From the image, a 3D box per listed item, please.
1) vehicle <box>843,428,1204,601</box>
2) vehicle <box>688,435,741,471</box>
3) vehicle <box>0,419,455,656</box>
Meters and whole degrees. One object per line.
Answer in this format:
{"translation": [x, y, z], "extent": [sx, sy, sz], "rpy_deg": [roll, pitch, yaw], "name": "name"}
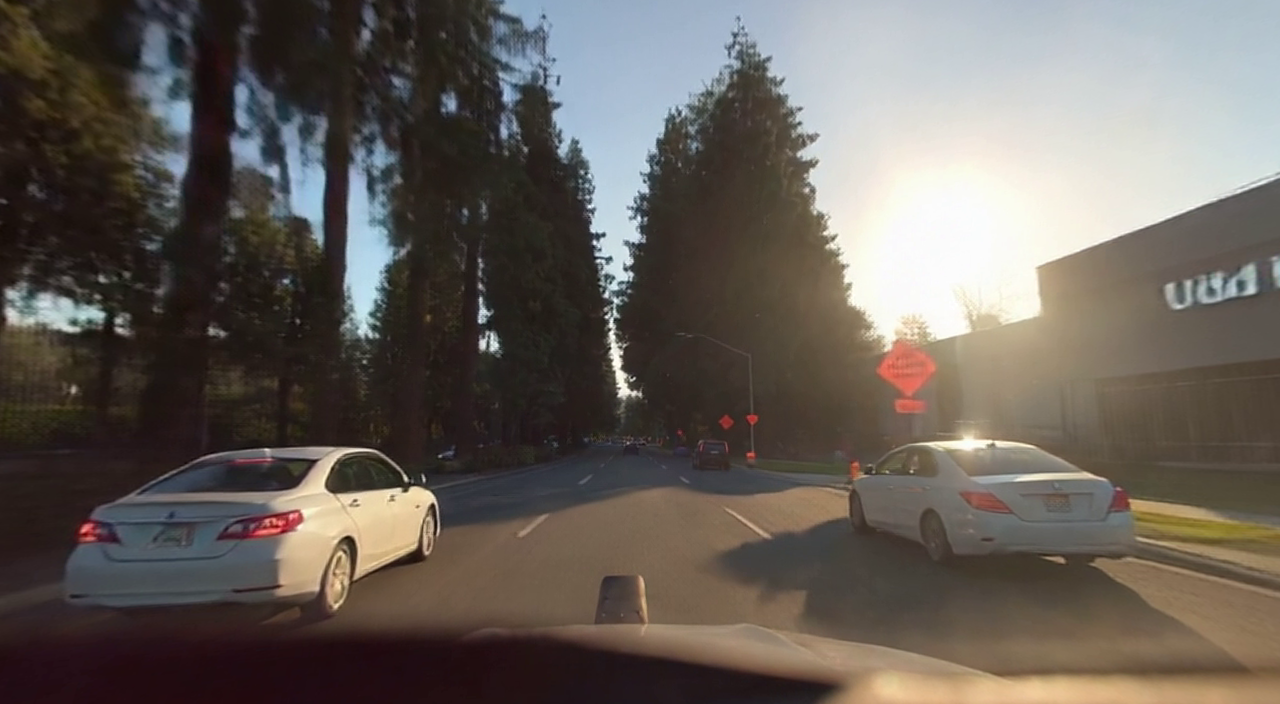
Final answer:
{"translation": [3.976, 1.704, 7.461], "extent": [1.827, 1.491, 3.743], "rpy_deg": [0, -9, -1], "name": "vehicle"}
{"translation": [3.904, 5.424, 34.139], "extent": [2.159, 1.793, 4.735], "rpy_deg": [0, -9, -2], "name": "vehicle"}
{"translation": [-3.384, 1.475, 6.100], "extent": [2.020, 1.474, 4.098], "rpy_deg": [0, -9, -1], "name": "vehicle"}
